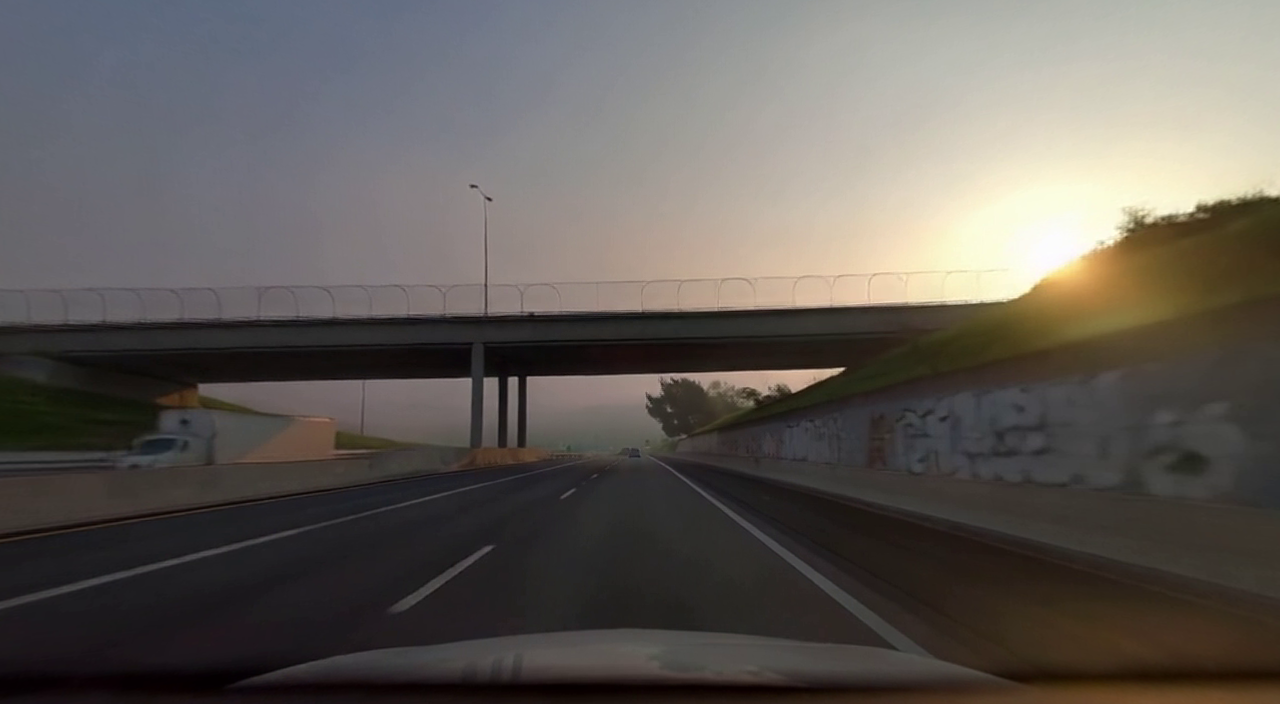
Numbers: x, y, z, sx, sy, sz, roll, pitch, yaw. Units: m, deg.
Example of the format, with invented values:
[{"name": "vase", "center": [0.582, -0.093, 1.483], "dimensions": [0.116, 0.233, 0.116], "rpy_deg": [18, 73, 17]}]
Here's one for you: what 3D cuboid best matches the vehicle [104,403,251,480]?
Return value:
[{"name": "vehicle", "center": [-23.754, 4.708, 32.875], "dimensions": [2.996, 3.607, 5.868], "rpy_deg": [0, -9, 0]}]
